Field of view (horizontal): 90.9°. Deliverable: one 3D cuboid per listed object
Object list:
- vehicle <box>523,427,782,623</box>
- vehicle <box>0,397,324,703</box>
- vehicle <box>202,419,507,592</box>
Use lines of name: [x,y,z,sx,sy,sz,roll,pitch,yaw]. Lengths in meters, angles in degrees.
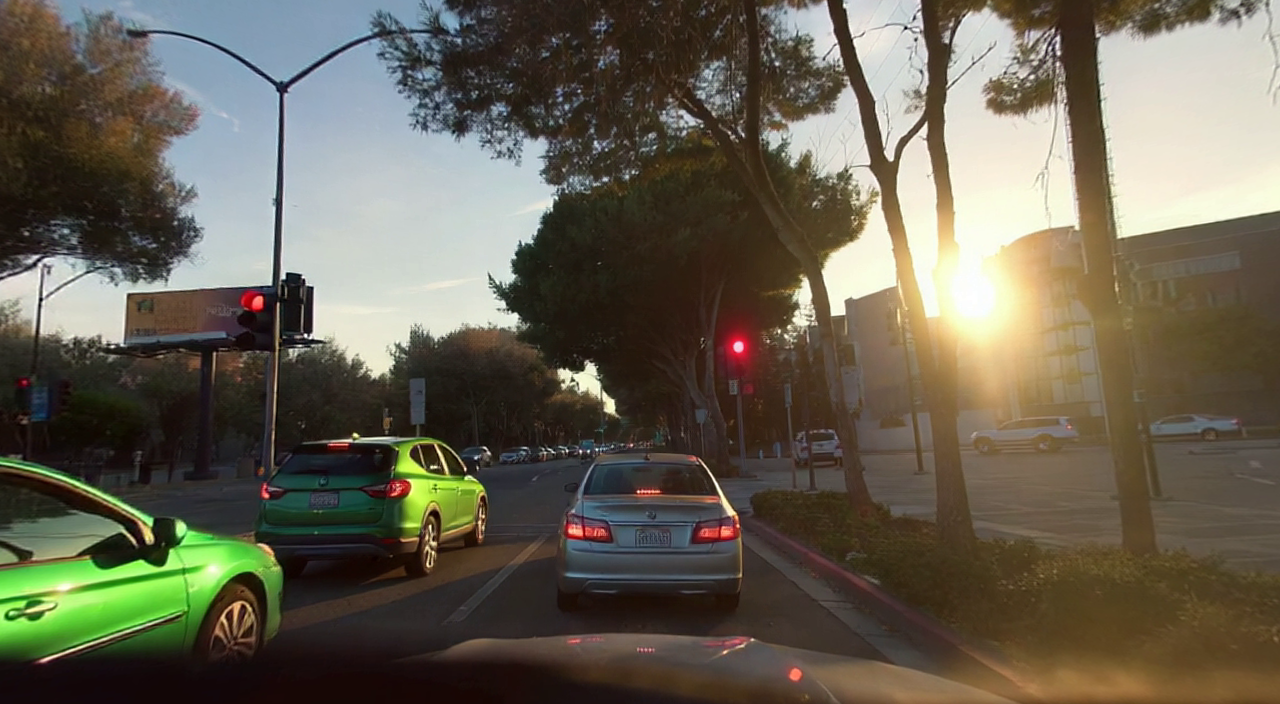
vehicle: [0.031,1.591,6.622,1.977,1.467,3.474,0,-9,-2]
vehicle: [-3.152,0.966,2.417,1.808,1.520,3.846,-1,-9,1]
vehicle: [-3.172,1.793,8.137,1.950,1.628,4.082,-1,-9,1]
